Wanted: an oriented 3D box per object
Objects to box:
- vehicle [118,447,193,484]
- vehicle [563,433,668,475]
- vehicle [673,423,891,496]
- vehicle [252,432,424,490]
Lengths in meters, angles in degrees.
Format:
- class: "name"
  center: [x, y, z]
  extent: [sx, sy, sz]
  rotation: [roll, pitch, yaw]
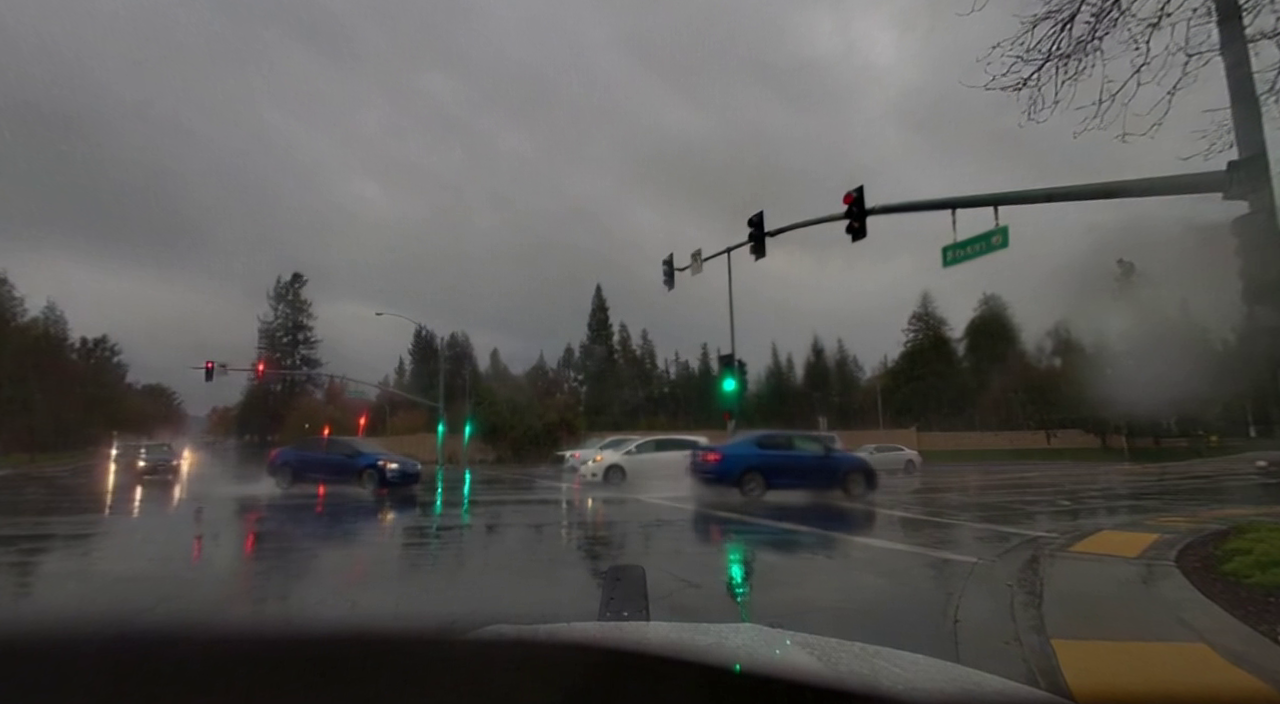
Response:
- class: "vehicle"
  center: [-21.604, 4.962, 28.007]
  extent: [1.953, 1.462, 4.589]
  rotation: [8, -12, -44]
- class: "vehicle"
  center: [-1.081, 4.585, 28.519]
  extent: [4.360, 1.749, 1.895]
  rotation: [4, -10, -29]
- class: "vehicle"
  center: [3.844, 2.952, 17.587]
  extent: [5.332, 1.807, 2.450]
  rotation: [2, -9, -13]
- class: "vehicle"
  center: [-8.828, 3.131, 18.369]
  extent: [4.826, 1.484, 2.000]
  rotation: [-5, -10, 28]
